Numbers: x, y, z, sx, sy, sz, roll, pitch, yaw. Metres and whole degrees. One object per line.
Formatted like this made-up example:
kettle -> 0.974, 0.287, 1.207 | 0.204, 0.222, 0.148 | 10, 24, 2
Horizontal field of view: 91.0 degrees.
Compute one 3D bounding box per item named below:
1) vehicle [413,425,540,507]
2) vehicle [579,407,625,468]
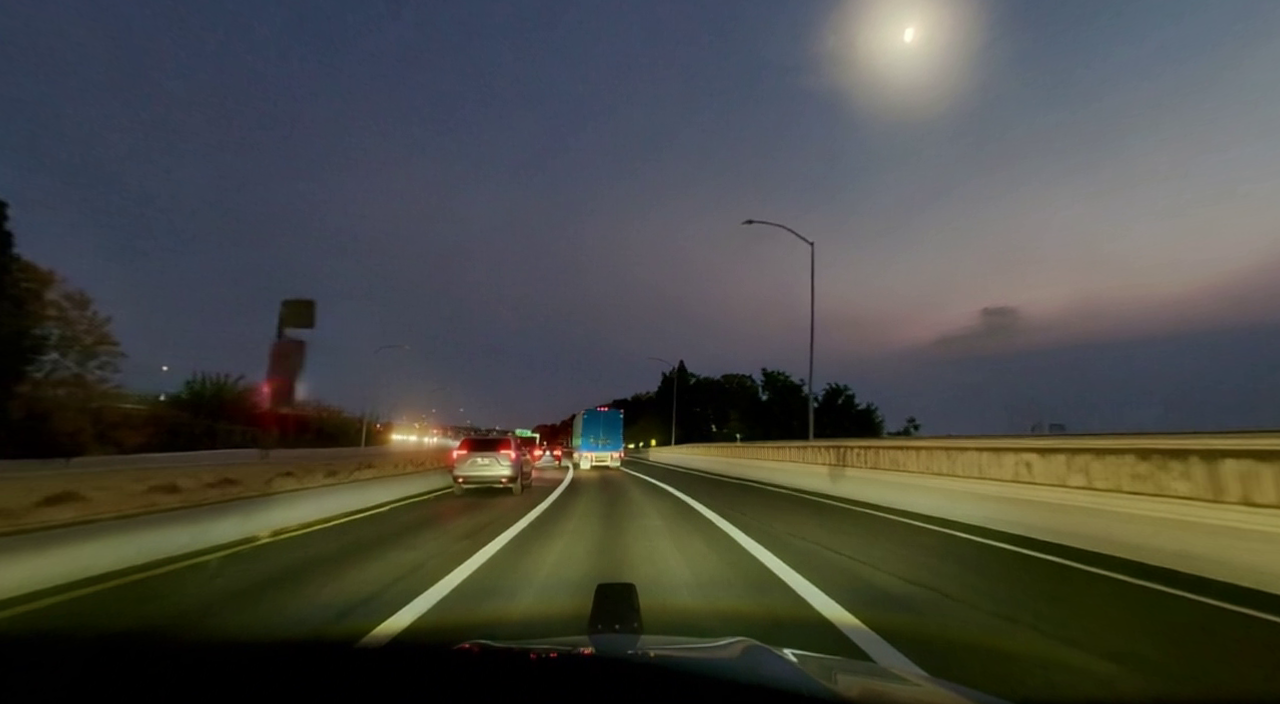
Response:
vehicle -> -3.856, 2.790, 15.724 | 2.041, 1.734, 4.391 | 0, -9, -1
vehicle -> -2.840, 6.543, 47.520 | 2.959, 3.975, 12.918 | 1, -9, -3
